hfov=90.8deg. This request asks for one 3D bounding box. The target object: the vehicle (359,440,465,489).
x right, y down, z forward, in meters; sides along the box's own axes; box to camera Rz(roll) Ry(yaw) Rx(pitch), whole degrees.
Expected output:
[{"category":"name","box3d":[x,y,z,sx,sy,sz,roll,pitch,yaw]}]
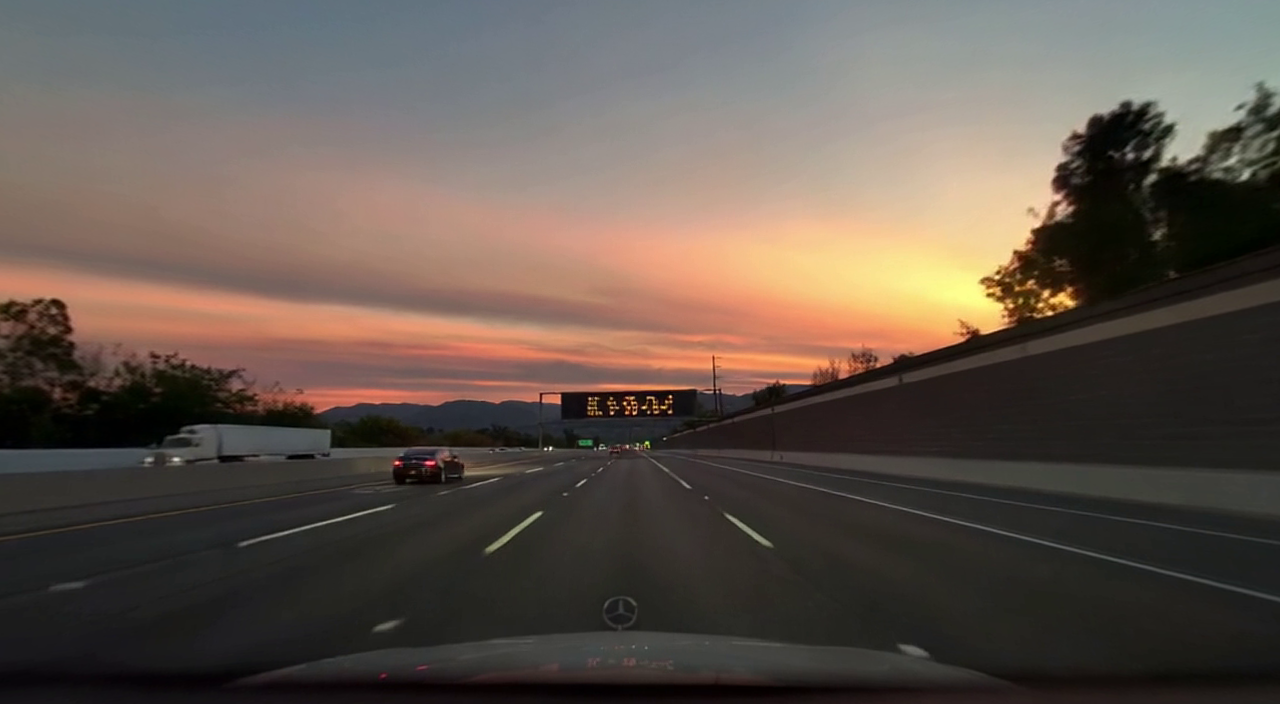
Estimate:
[{"category":"vehicle","box3d":[-7.981,3.968,22.680,2.005,1.545,4.874,0,-8,0]}]
